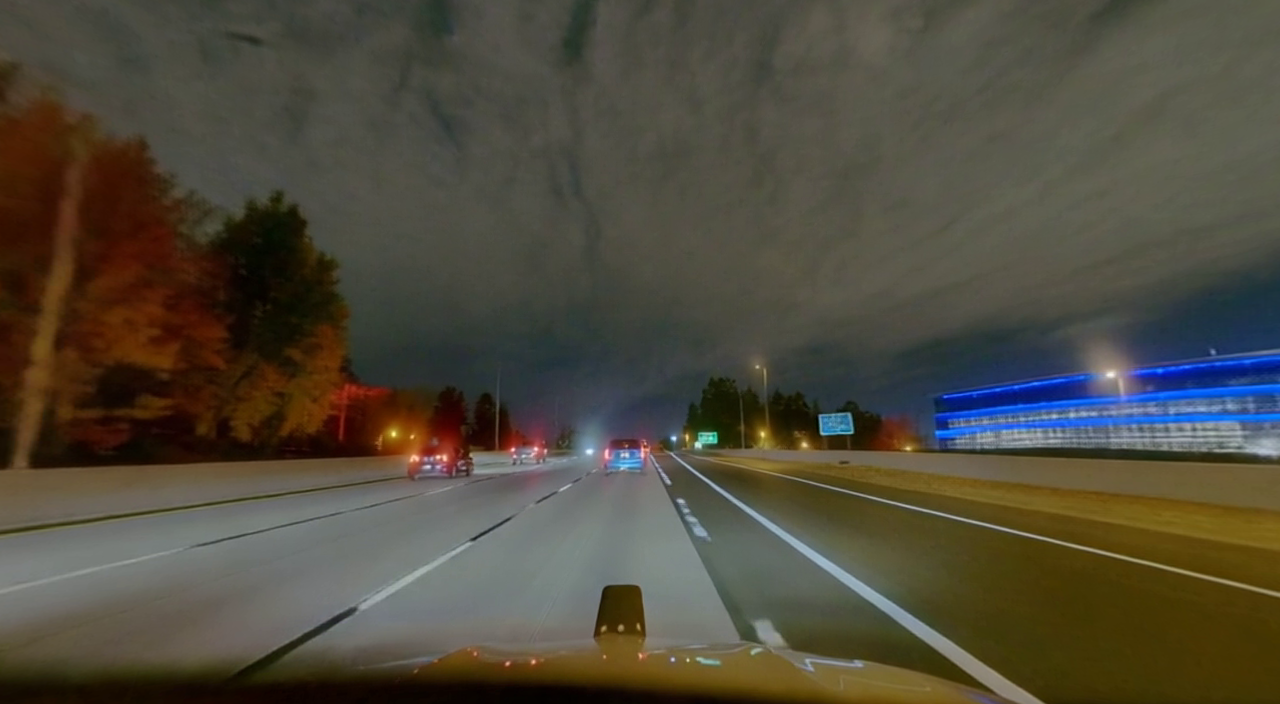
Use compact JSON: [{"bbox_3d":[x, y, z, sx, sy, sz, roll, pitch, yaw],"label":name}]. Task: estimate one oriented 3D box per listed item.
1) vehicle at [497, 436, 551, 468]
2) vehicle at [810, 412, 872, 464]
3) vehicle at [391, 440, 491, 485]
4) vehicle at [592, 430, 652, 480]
[{"bbox_3d":[-7.436,6.477,41.090,2.328,1.927,5.880,0,-9,1],"label":"vehicle"},{"bbox_3d":[14.524,6.260,45.749,2.879,3.559,4.020,0,-9,-3],"label":"vehicle"},{"bbox_3d":[-7.235,4.041,23.449,2.074,1.495,4.643,0,-9,2],"label":"vehicle"},{"bbox_3d":[-0.698,4.229,26.102,2.245,1.863,4.801,0,-9,0],"label":"vehicle"}]
